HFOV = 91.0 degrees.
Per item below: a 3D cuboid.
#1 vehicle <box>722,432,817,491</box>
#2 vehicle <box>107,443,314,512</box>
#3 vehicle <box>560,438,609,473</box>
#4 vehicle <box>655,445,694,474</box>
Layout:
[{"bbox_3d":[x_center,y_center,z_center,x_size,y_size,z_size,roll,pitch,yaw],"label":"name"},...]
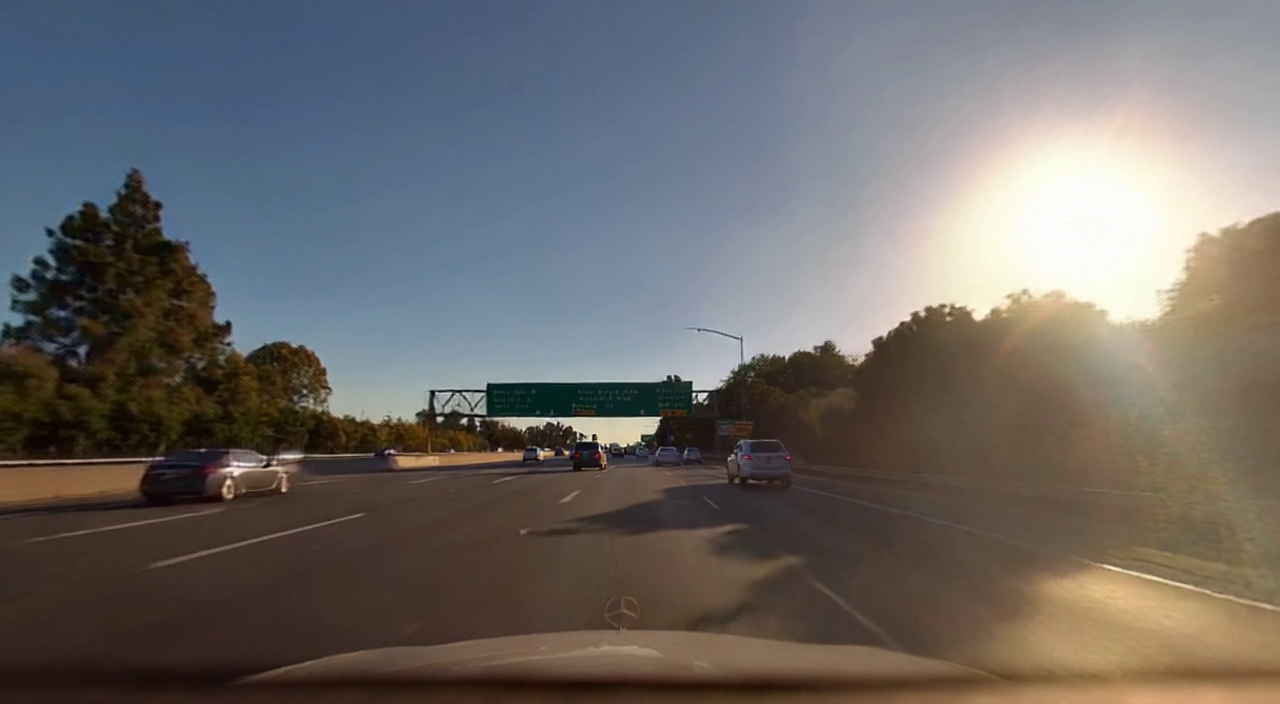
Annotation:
[{"bbox_3d":[4.242,3.697,21.564,2.218,1.776,4.807,0,-9,0],"label":"vehicle"},{"bbox_3d":[-10.611,3.098,16.128,1.974,1.472,4.684,0,-9,0],"label":"vehicle"},{"bbox_3d":[-3.218,6.218,37.908,2.449,1.929,5.503,0,-9,0],"label":"vehicle"},{"bbox_3d":[1.945,6.218,36.665,2.126,1.529,4.438,0,-9,1],"label":"vehicle"}]
